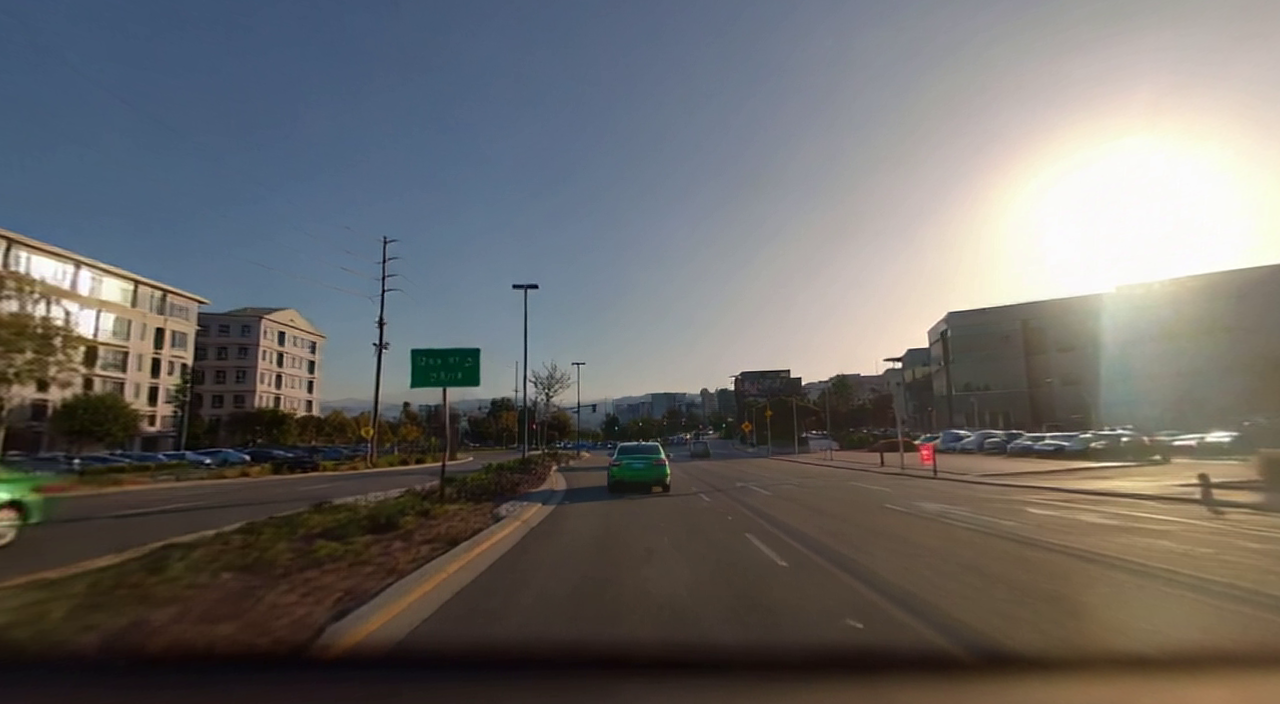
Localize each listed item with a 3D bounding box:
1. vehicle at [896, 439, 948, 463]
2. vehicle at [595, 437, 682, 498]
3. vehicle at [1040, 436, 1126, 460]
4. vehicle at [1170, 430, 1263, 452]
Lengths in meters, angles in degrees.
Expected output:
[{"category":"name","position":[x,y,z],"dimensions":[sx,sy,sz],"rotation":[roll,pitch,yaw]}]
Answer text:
[{"category":"vehicle","position":[22.311,7.836,49.952],"dimensions":[2.038,1.673,4.389],"rotation":[-2,-8,0]},{"category":"vehicle","position":[-0.073,3.141,17.535],"dimensions":[2.126,1.475,3.967],"rotation":[0,-8,-1]},{"category":"vehicle","position":[32.199,6.946,45.816],"dimensions":[4.711,1.670,1.950],"rotation":[0,-8,1]},{"category":"vehicle","position":[39.259,6.075,42.957],"dimensions":[4.345,1.463,1.933],"rotation":[0,-8,2]}]
